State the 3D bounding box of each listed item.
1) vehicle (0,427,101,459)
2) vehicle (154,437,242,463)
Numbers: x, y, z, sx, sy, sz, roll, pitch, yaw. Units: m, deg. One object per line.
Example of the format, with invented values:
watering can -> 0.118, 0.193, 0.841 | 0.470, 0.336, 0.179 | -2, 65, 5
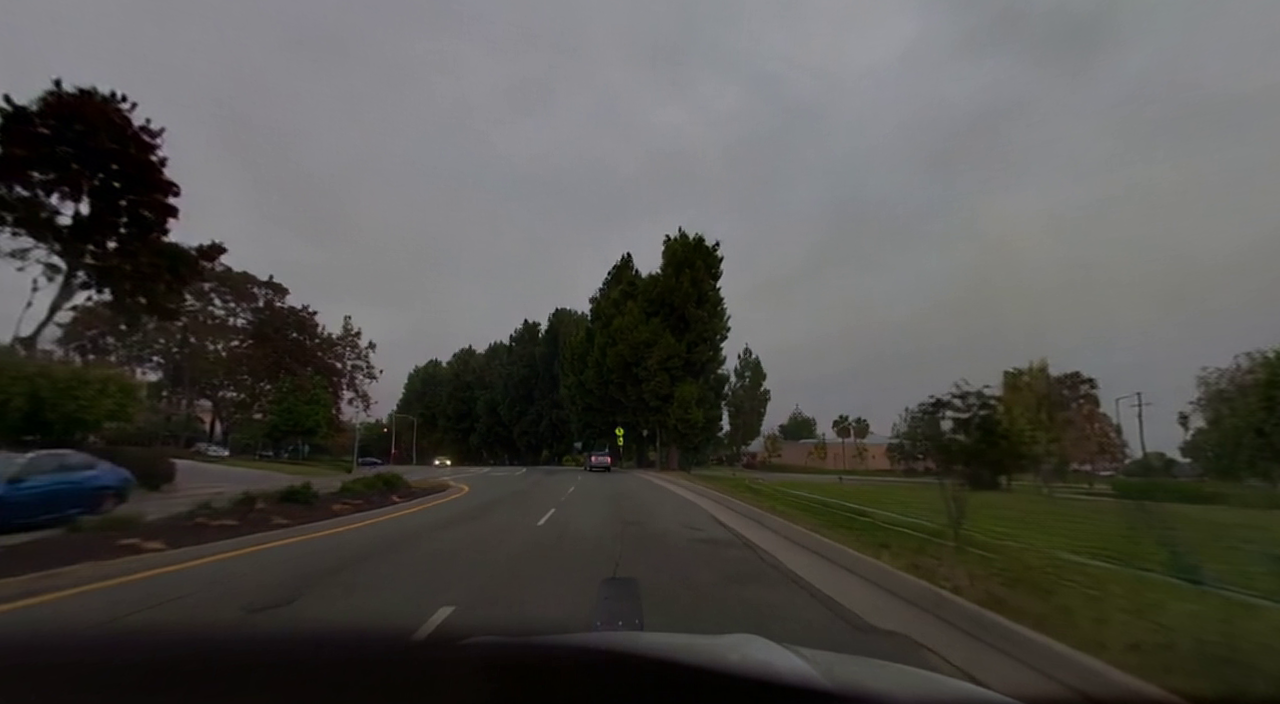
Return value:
vehicle -> -33.237, 5.128, 35.393 | 4.506, 1.654, 2.239 | -3, -9, 13
vehicle -> -30.452, 6.729, 43.527 | 4.816, 1.696, 2.323 | -3, -9, 16
